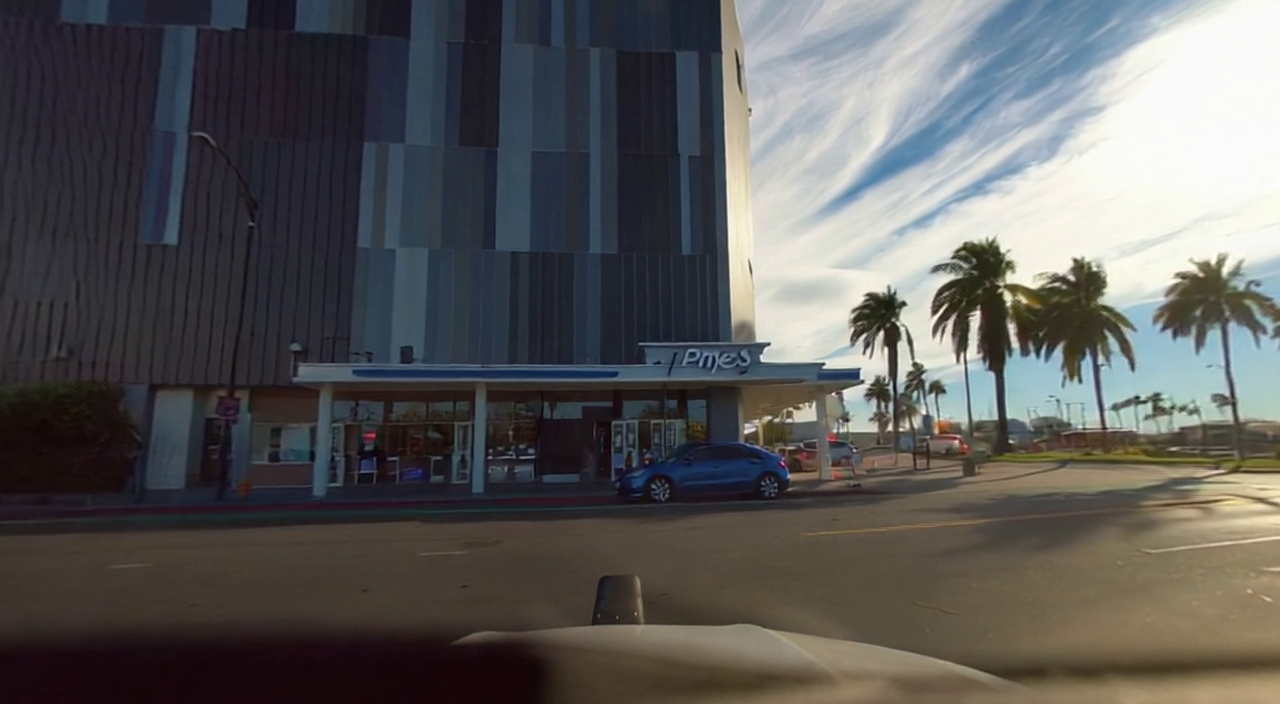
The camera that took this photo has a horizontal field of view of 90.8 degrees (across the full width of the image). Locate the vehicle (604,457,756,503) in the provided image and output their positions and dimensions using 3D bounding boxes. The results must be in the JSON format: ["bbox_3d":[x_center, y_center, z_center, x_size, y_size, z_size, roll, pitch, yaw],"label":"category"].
[{"bbox_3d":[1.333,4.238,21.206,4.782,1.371,1.763,4,-9,-22],"label":"vehicle"}]

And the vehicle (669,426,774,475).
[{"bbox_3d":[4.725,5.692,36.541,5.524,2.504,2.196,6,-8,-18],"label":"vehicle"}]

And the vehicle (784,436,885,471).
[{"bbox_3d":[14.289,7.477,46.479,7.026,2.329,2.545,4,-7,-21],"label":"vehicle"}]
